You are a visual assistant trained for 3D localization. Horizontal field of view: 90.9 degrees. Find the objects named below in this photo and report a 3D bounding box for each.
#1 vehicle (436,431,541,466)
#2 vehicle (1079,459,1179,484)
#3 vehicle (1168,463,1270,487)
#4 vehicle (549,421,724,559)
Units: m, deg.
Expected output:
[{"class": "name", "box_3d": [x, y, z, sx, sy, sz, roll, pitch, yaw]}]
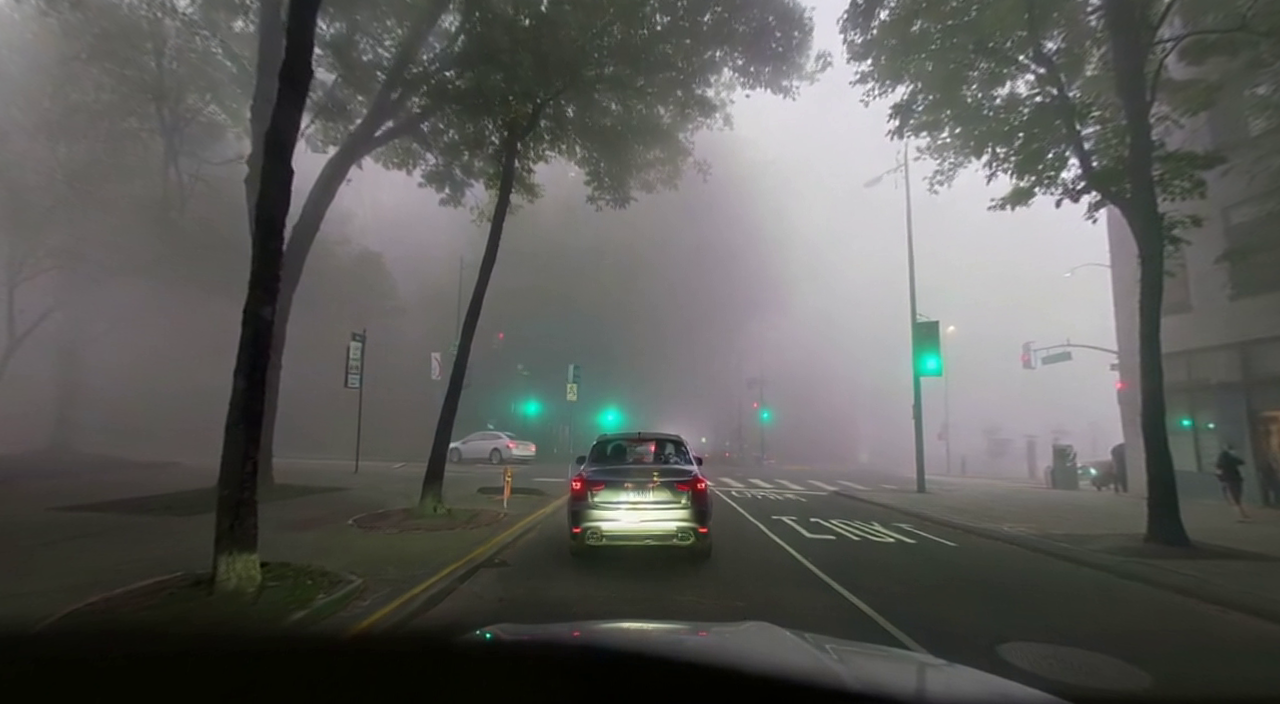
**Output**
[{"class": "vehicle", "box_3d": [-7.441, 4.723, 30.972, 4.536, 1.586, 2.254, -4, -9, 23]}, {"class": "vehicle", "box_3d": [30.239, 7.371, 39.040, 4.668, 1.441, 1.904, 0, -9, -4]}, {"class": "vehicle", "box_3d": [35.953, 7.626, 39.195, 4.457, 1.409, 1.873, 0, -9, -1]}, {"class": "vehicle", "box_3d": [-0.051, 1.931, 9.490, 2.079, 1.621, 3.861, 0, -8, 0]}]
